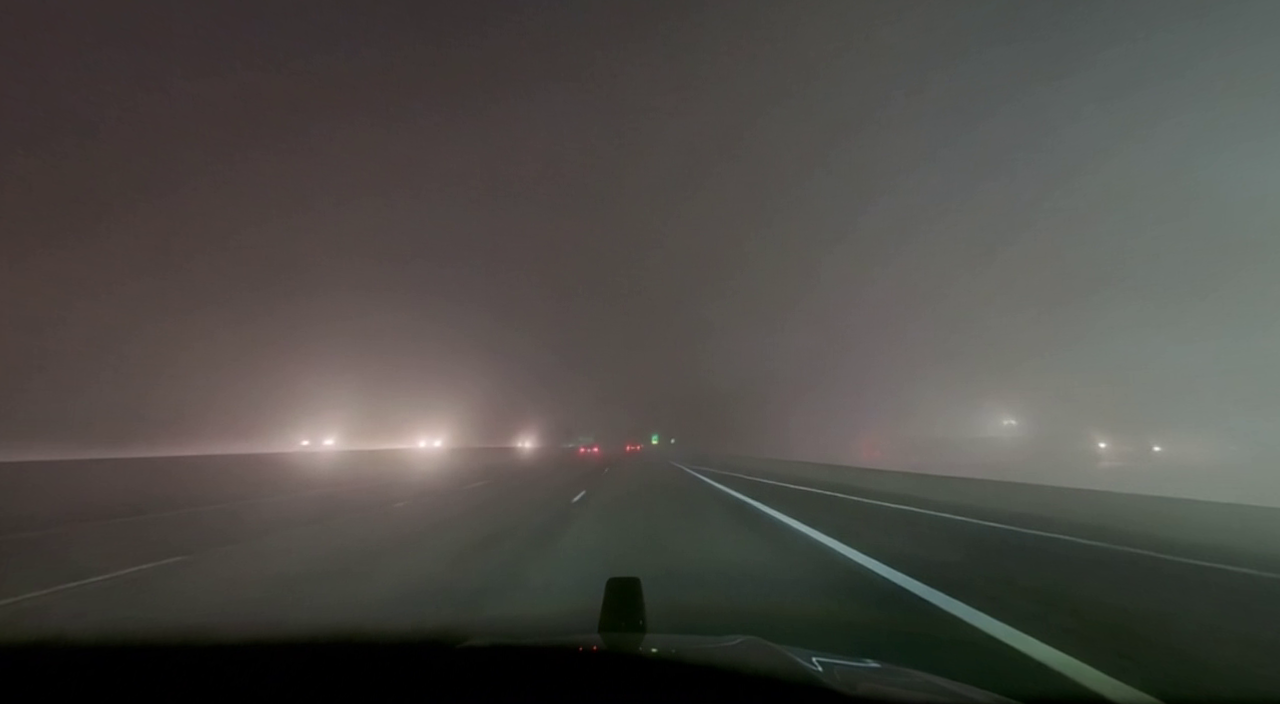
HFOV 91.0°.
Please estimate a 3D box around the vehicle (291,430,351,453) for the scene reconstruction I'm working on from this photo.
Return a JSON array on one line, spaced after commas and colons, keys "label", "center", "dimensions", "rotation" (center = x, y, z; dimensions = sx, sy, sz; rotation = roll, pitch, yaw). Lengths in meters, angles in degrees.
[{"label": "vehicle", "center": [-22.132, 6.235, 43.883], "dimensions": [2.084, 1.475, 4.031], "rotation": [0, -8, -1]}]
